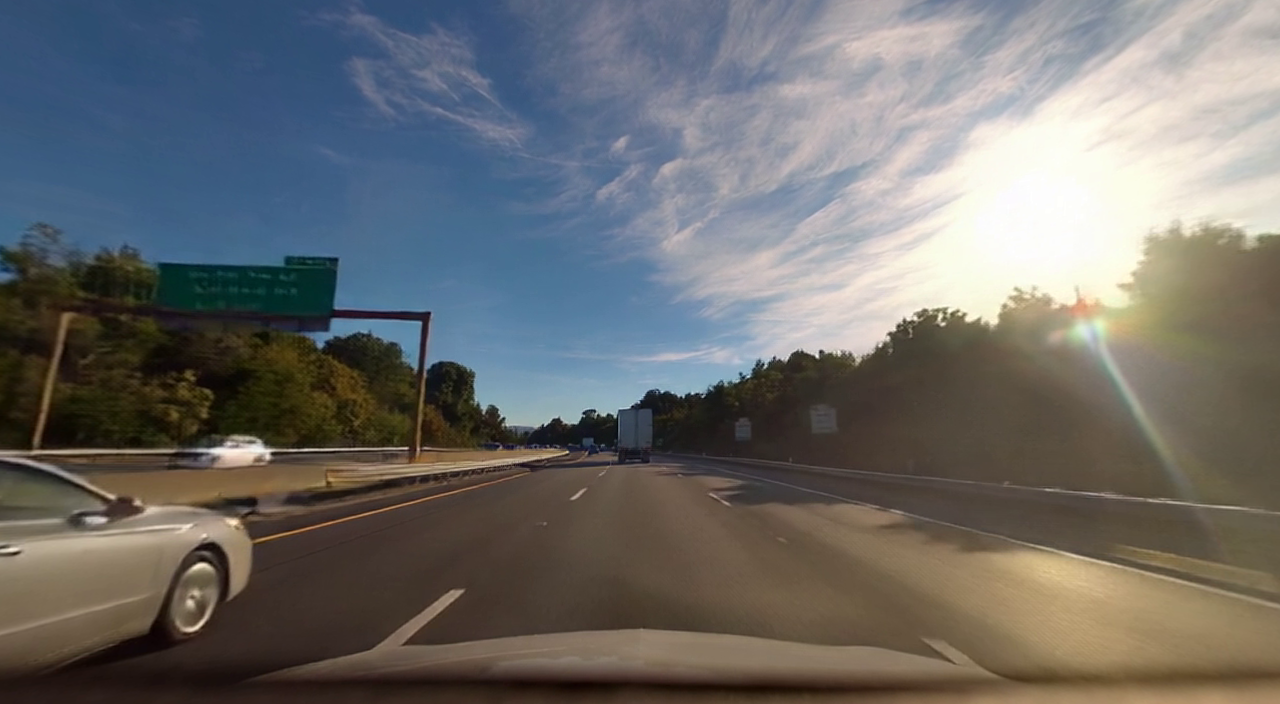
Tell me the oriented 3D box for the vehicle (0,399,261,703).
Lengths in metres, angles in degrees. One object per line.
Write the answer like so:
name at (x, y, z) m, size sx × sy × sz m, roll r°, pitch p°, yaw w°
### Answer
vehicle at (-3.828, 0.866, 2.152) m, size 2.080 × 1.488 × 4.781 m, roll 0°, pitch -9°, yaw 0°

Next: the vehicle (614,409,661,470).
vehicle at (-0.378, 6.579, 46.809) m, size 2.962 × 3.953 × 10.696 m, roll 0°, pitch -9°, yaw -3°
